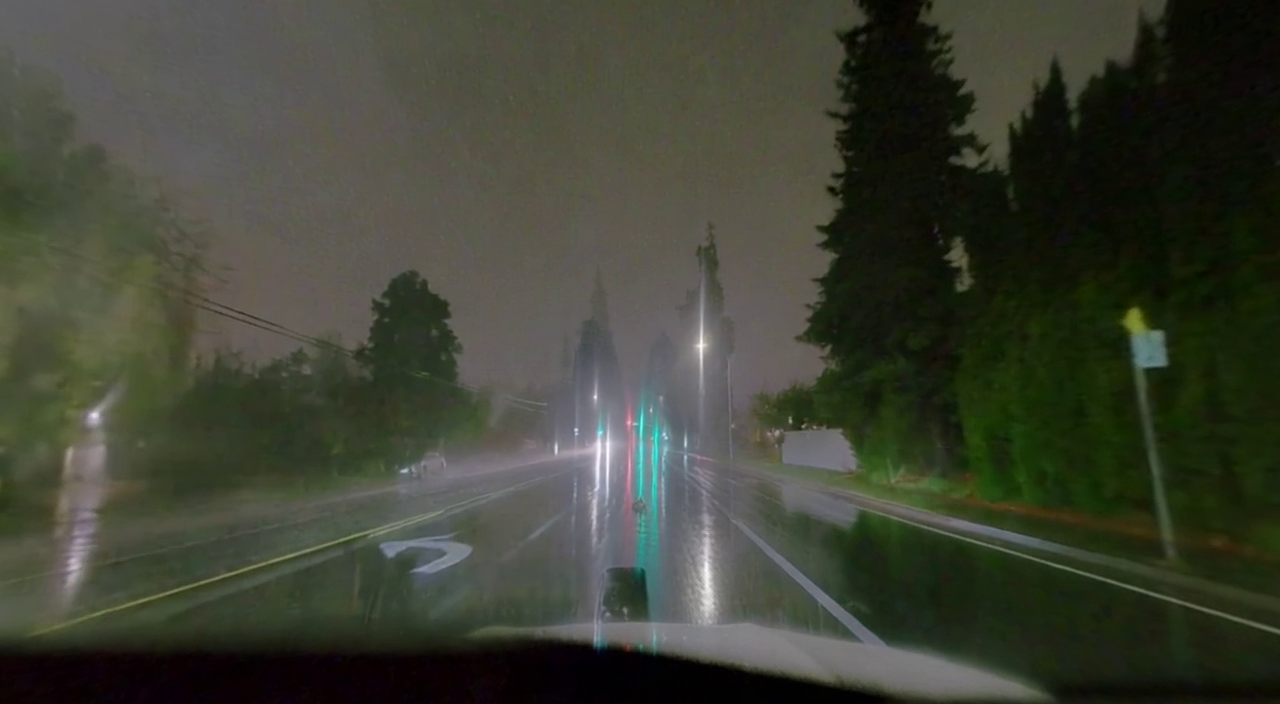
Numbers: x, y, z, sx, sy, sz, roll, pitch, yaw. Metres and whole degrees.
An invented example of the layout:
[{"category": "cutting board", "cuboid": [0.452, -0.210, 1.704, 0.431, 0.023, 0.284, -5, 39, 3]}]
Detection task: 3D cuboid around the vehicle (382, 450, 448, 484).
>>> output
[{"category": "vehicle", "cuboid": [-12.316, 6.288, 34.830, 1.921, 1.611, 4.713, -4, -9, 1]}]
